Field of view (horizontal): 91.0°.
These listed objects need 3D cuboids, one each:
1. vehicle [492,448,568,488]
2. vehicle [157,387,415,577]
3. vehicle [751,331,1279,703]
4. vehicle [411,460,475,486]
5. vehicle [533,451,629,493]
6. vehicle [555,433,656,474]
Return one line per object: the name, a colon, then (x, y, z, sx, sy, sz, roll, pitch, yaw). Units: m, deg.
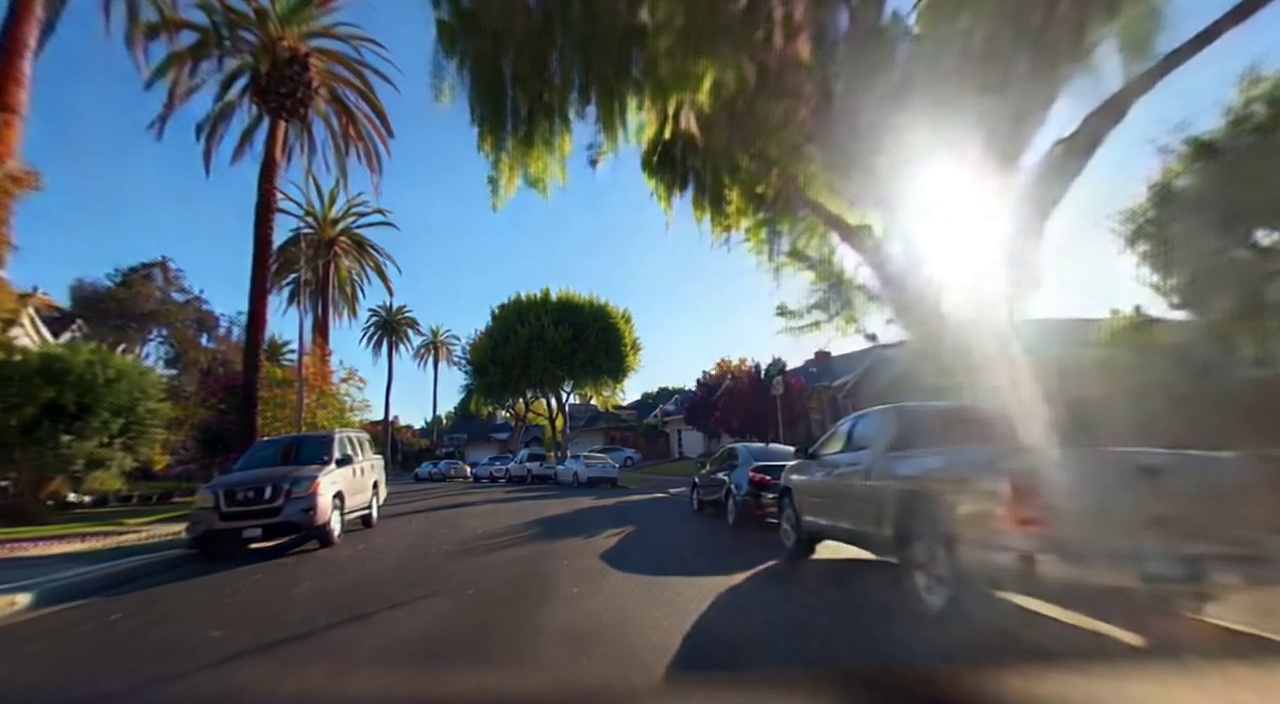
vehicle: (-5.475, 5.631, 30.870, 1.918, 1.753, 4.655, 5, -10, -32)
vehicle: (-5.984, 2.238, 11.740, 2.337, 2.289, 6.092, -6, -8, -12)
vehicle: (2.745, 1.240, 5.872, 2.139, 1.997, 4.864, 1, -8, -5)
vehicle: (-13.008, 7.878, 41.331, 2.006, 1.484, 4.768, 8, -12, -44)
vehicle: (-2.570, 4.885, 26.167, 2.108, 1.503, 4.977, 5, -10, -29)
vehicle: (-2.033, 5.996, 37.286, 5.510, 2.121, 2.129, -1, -9, 16)
